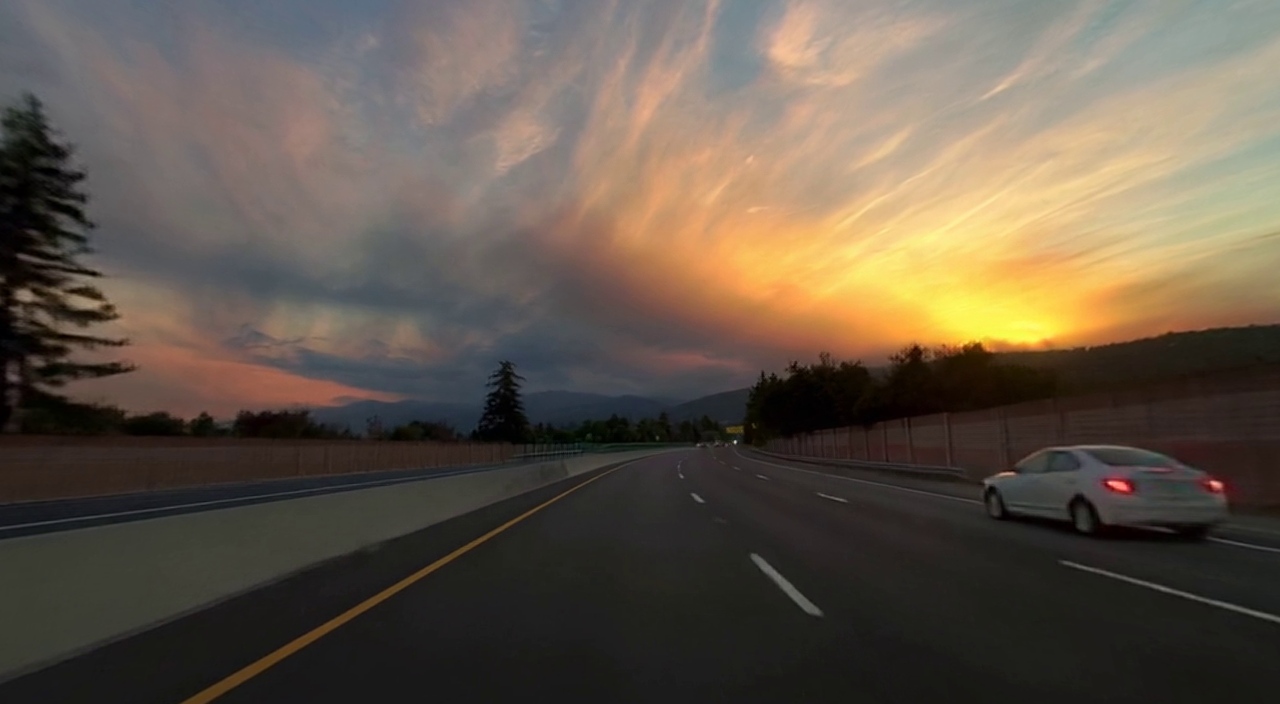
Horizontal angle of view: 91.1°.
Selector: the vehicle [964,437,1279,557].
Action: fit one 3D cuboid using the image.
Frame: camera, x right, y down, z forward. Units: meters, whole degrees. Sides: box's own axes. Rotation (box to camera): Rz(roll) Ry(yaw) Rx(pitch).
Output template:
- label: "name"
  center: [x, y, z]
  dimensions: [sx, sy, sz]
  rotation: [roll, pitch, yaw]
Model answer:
- label: "vehicle"
  center: [7.549, 2.185, 10.299]
  dimensions: [1.983, 1.486, 4.545]
  rotation: [0, -9, -1]
